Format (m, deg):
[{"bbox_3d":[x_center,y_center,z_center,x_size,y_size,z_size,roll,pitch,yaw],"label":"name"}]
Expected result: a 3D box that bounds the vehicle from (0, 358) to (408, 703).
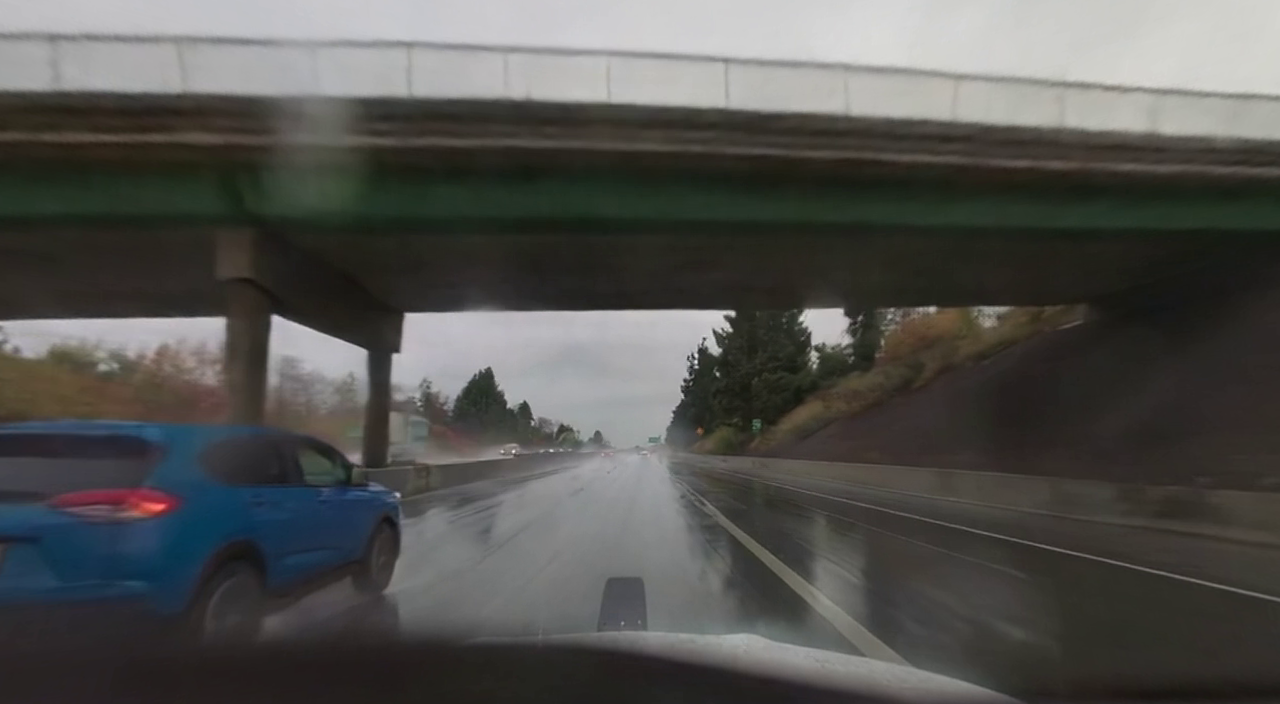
[{"bbox_3d":[-3.432,1.080,3.716,2.274,1.628,4.807,0,-9,0],"label":"vehicle"}]
